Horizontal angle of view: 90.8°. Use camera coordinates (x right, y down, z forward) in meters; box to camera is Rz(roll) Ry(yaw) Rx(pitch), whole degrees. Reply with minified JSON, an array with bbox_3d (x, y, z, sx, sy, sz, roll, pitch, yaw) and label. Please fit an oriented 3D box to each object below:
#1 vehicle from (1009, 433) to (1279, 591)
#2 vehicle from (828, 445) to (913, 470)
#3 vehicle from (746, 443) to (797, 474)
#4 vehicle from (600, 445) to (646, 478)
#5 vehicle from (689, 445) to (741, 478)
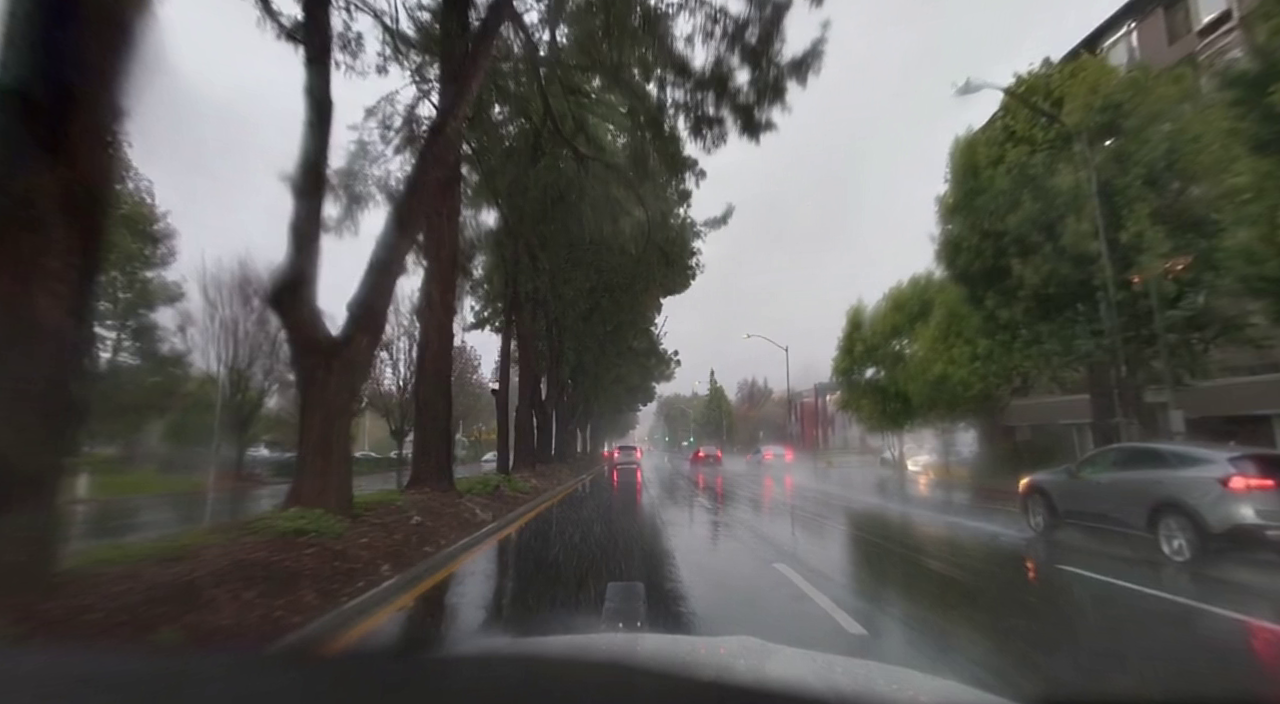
[{"bbox_3d":[7.096,1.836,8.051,1.888,1.508,4.646,0,-8,-1],"label":"vehicle"},{"bbox_3d":[14.248,6.556,39.279,4.541,1.487,1.886,-1,-8,4],"label":"vehicle"},{"bbox_3d":[7.537,6.156,36.675,1.945,1.687,4.292,0,-8,-1],"label":"vehicle"},{"bbox_3d":[-0.751,5.243,30.608,2.077,1.477,3.897,0,-8,0],"label":"vehicle"},{"bbox_3d":[3.542,5.250,30.512,2.020,1.472,3.958,0,-8,0],"label":"vehicle"}]
